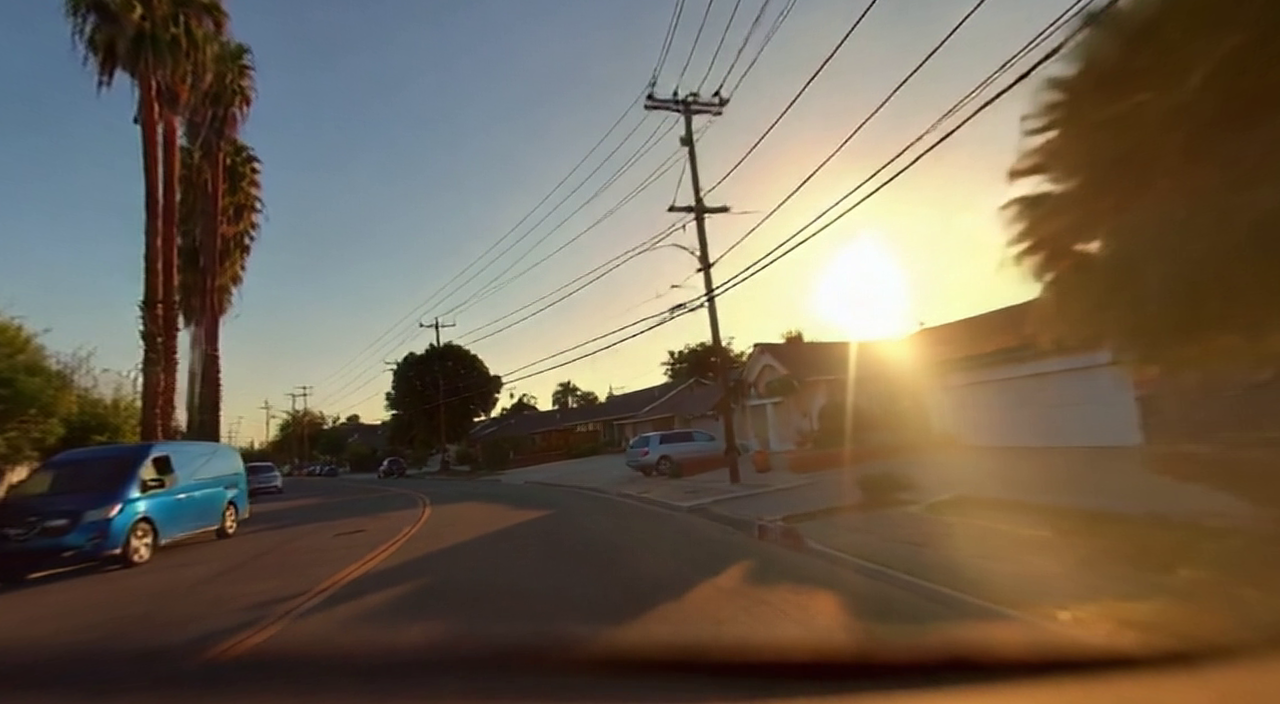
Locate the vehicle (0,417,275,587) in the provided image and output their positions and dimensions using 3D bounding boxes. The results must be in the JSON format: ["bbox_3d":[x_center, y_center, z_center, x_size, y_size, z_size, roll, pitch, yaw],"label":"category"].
[{"bbox_3d":[-9.001,2.526,11.346,2.552,2.134,6.076,-2,-9,-14],"label":"vehicle"}]

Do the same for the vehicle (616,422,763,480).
[{"bbox_3d":[1.910,3.770,24.443,5.102,2.040,2.472,3,-9,-26],"label":"vehicle"}]

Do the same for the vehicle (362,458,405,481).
[{"bbox_3d":[-18.753,8.547,46.157,1.870,1.490,3.802,6,-10,-38],"label":"vehicle"}]
